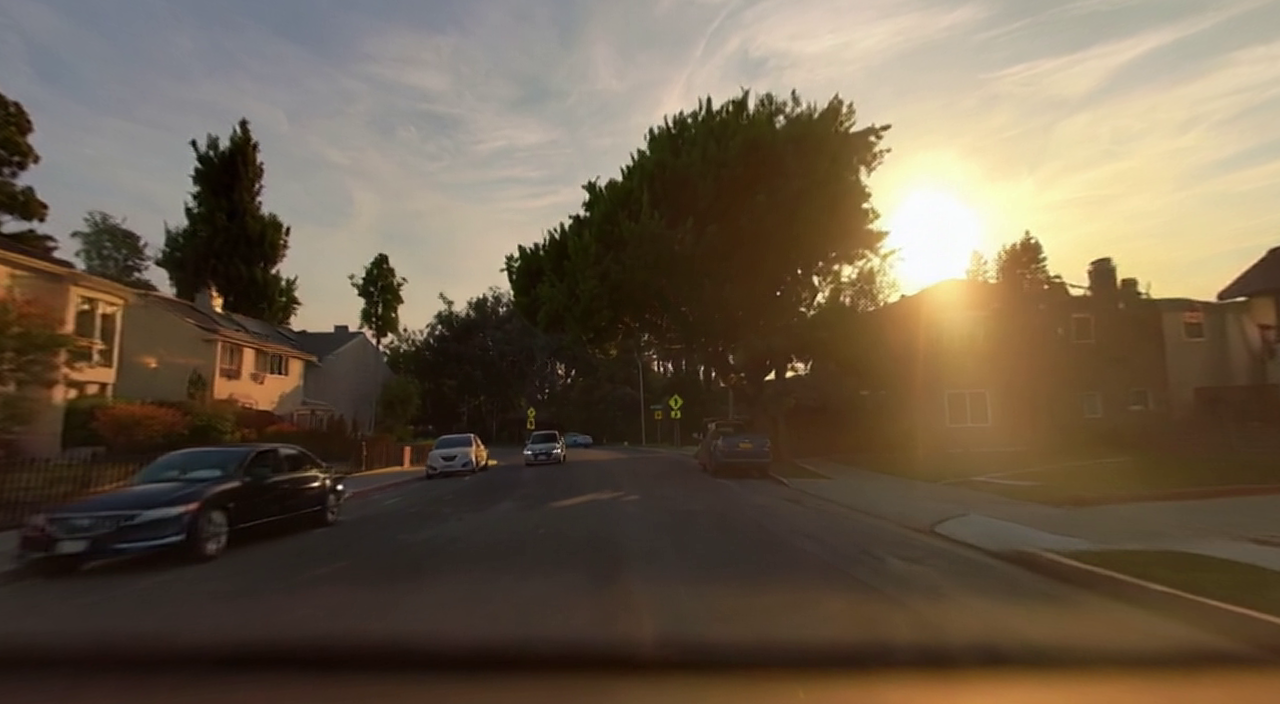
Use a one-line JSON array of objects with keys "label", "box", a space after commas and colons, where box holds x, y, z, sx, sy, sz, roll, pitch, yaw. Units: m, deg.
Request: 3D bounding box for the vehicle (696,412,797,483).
[{"label": "vehicle", "box": [2.787, 2.615, 17.629, 1.997, 1.663, 4.544, -1, -7, 0]}]

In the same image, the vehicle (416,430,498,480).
[{"label": "vehicle", "box": [-6.284, 3.530, 22.037, 1.842, 1.540, 3.704, -1, -7, -1]}]

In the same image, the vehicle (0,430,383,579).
[{"label": "vehicle", "box": [-5.807, 1.922, 9.319, 1.972, 1.502, 5.530, 1, -7, -4]}]

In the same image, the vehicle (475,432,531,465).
[{"label": "vehicle", "box": [-6.603, 4.667, 30.825, 1.919, 1.464, 4.155, 1, -8, -1]}]

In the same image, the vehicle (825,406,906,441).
[{"label": "vehicle", "box": [12.814, 4.108, 35.810, 4.184, 1.817, 2.026, -3, -9, 21]}]
